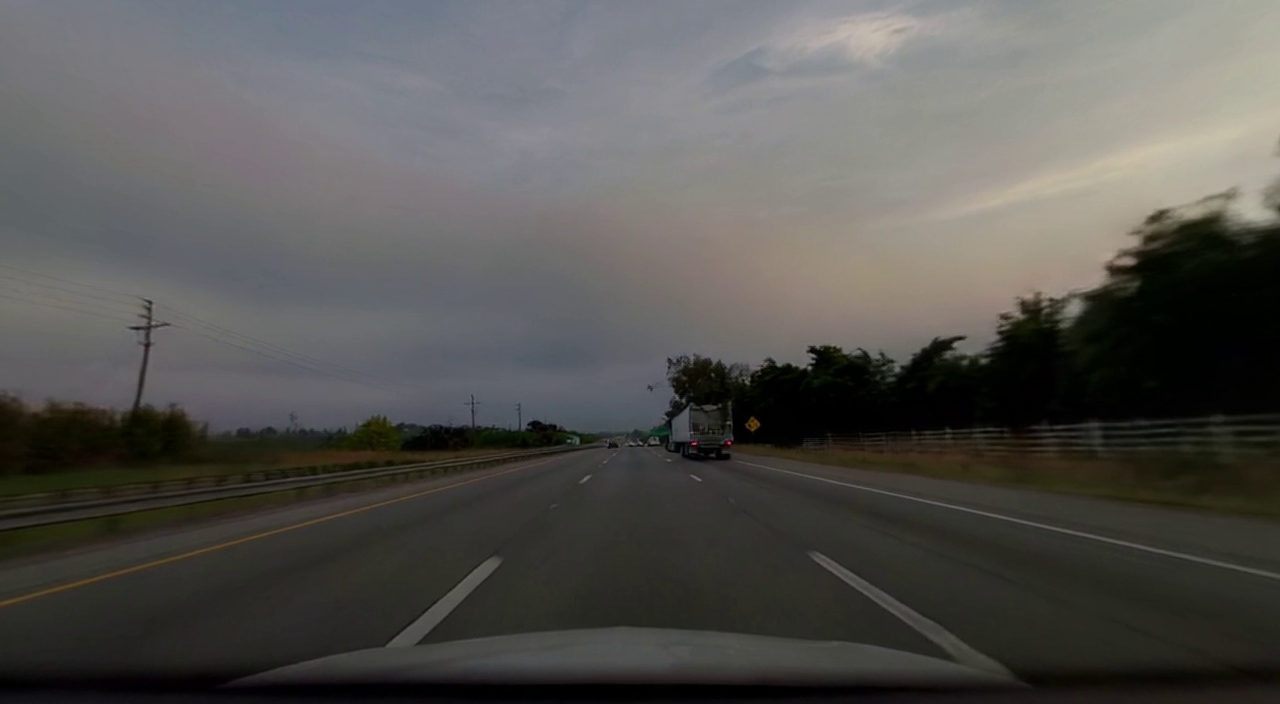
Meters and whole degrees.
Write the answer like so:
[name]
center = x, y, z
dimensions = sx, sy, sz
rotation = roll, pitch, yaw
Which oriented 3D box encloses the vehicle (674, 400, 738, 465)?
[vehicle]
center = 3.672, 4.718, 36.779
dimensions = 2.766, 3.349, 7.796
rotation = 0, -8, -1
